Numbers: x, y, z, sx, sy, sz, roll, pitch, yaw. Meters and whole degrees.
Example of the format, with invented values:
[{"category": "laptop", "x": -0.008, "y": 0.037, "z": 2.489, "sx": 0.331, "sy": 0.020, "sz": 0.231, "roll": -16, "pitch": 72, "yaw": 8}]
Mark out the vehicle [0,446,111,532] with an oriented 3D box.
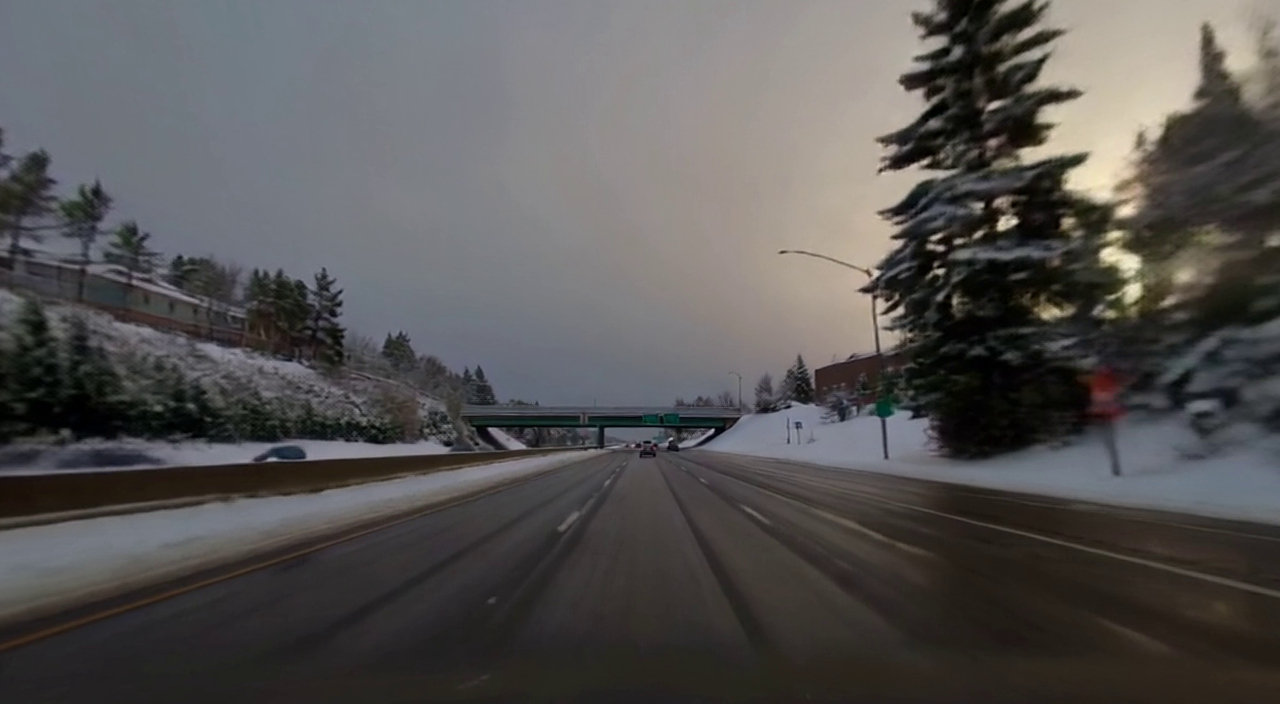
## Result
[{"category": "vehicle", "x": -11.811, "y": 2.400, "z": 11.104, "sx": 1.705, "sy": 1.458, "sz": 3.704, "roll": 0, "pitch": -8, "yaw": 1}]
